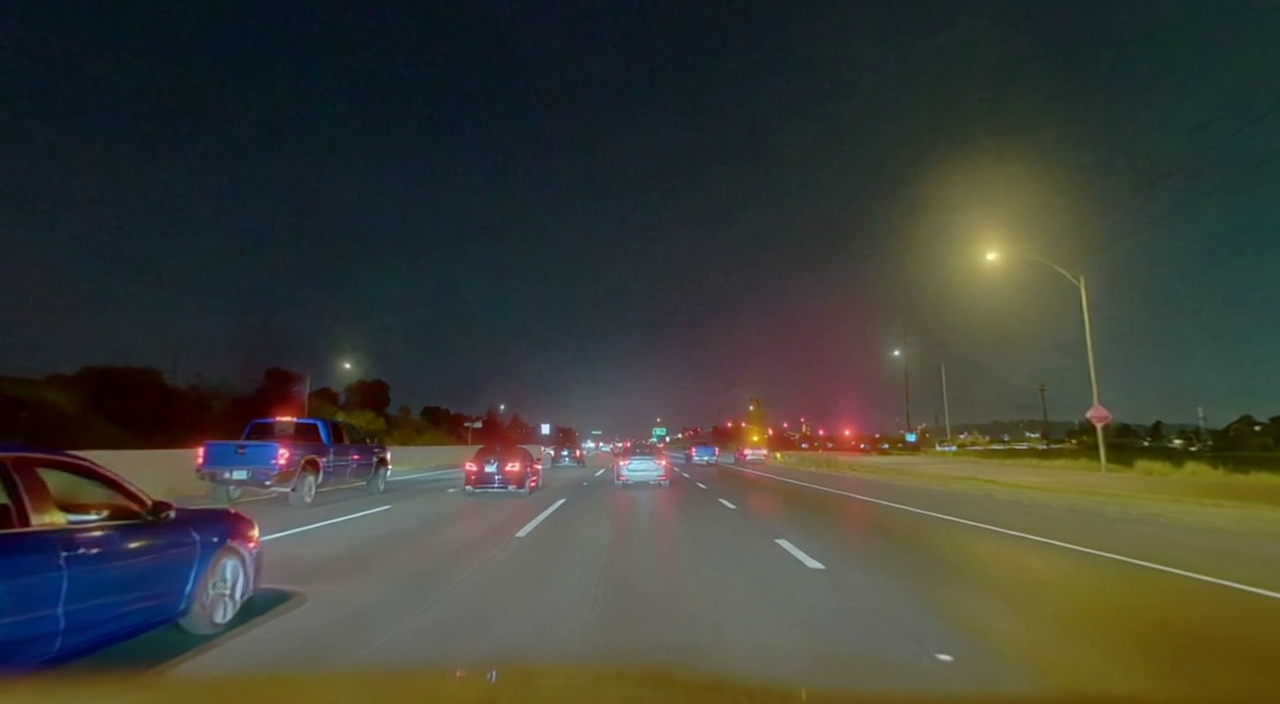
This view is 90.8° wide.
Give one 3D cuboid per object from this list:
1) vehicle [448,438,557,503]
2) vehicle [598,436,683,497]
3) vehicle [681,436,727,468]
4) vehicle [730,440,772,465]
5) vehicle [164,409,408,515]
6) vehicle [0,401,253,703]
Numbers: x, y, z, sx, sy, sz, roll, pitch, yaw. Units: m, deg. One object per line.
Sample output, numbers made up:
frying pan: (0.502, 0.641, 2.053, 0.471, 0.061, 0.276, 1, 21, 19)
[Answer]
vehicle: (-3.367, 2.978, 16.323, 1.899, 1.437, 4.131, 0, -8, 0)
vehicle: (-0.014, 3.181, 18.009, 2.102, 1.499, 4.439, 0, -8, -1)
vehicle: (3.787, 6.056, 38.552, 2.113, 1.800, 5.376, 0, -8, -2)
vehicle: (7.742, 7.039, 44.460, 1.969, 1.608, 4.865, 0, -8, -1)
vehicle: (-7.541, 2.433, 14.444, 2.194, 1.922, 5.637, 0, -8, 1)
vehicle: (-3.637, 0.849, 1.895, 1.955, 1.481, 4.604, 0, -8, 1)
